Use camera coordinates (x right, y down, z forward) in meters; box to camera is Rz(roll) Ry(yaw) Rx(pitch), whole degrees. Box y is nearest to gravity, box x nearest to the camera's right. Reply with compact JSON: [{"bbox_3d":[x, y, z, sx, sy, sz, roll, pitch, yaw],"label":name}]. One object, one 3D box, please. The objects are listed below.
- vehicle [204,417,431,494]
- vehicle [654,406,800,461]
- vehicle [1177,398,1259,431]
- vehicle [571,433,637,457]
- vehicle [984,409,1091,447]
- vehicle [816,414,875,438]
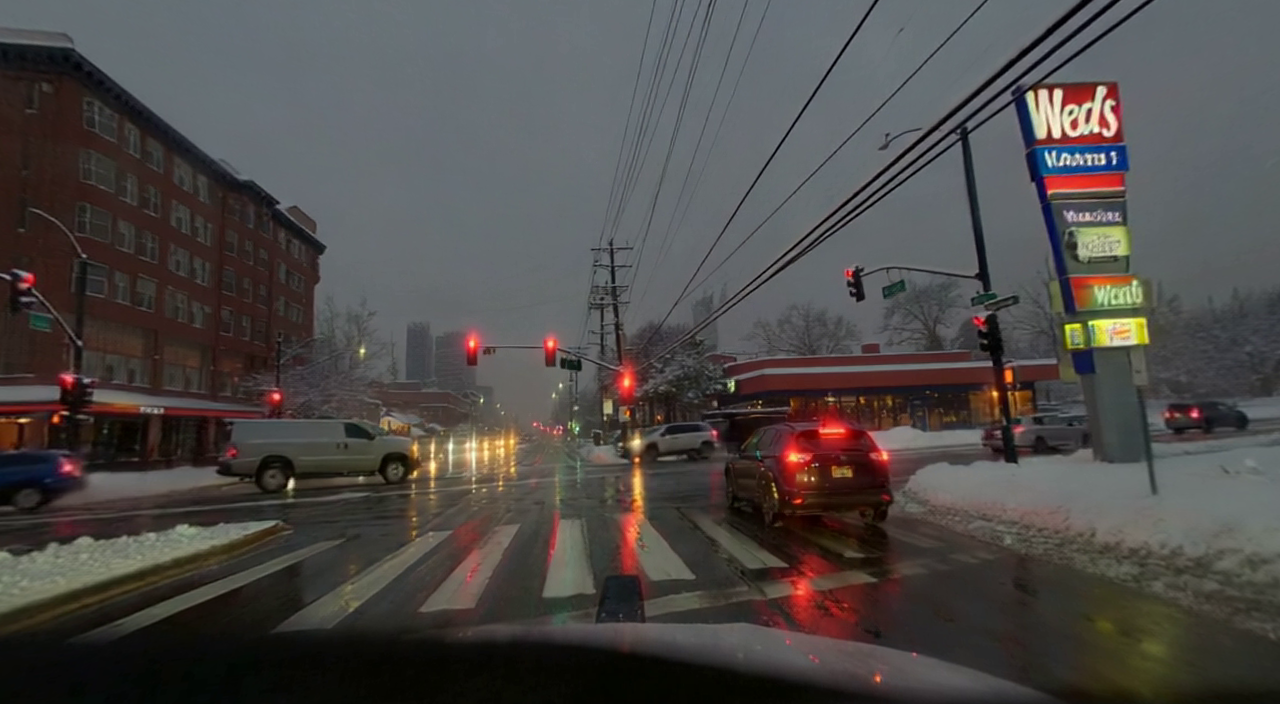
[{"bbox_3d":[-9.331,2.990,18.578,5.603,1.938,2.081,5,-10,-33],"label":"vehicle"},{"bbox_3d":[3.560,3.343,25.696,5.588,1.985,2.374,5,-10,-31],"label":"vehicle"},{"bbox_3d":[33.406,3.639,36.482,4.637,1.723,1.911,4,-10,-29],"label":"vehicle"},{"bbox_3d":[-2.679,6.810,46.374,4.591,1.686,1.816,1,-9,-11],"label":"vehicle"},{"bbox_3d":[17.093,3.306,27.129,4.499,1.524,1.784,4,-10,-29],"label":"vehicle"},{"bbox_3d":[16.082,5.828,49.431,4.589,1.730,1.801,6,-9,-31],"label":"vehicle"}]
